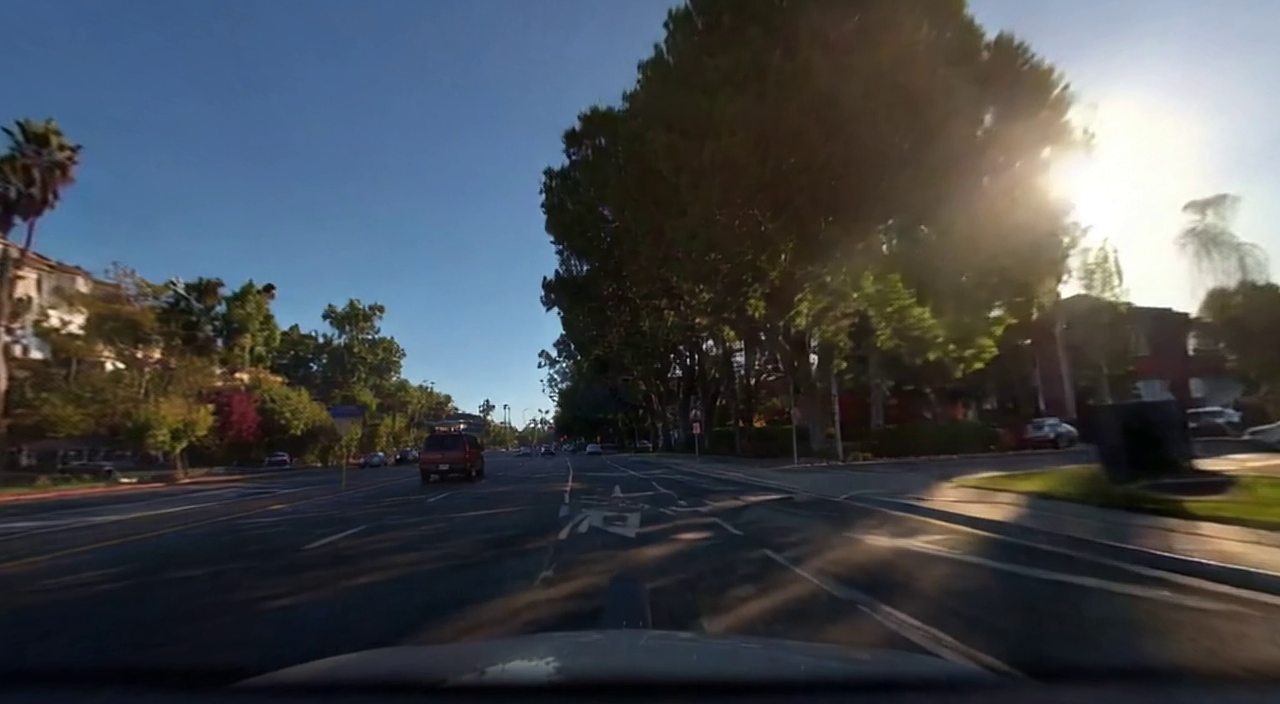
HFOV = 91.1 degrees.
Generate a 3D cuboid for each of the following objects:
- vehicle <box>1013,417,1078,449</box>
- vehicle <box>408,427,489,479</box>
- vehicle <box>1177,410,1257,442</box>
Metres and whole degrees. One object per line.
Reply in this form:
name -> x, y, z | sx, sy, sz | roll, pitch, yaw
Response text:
vehicle -> 24.341, 4.908, 37.597 | 4.646, 1.768, 1.990 | 8, -12, -41
vehicle -> -8.718, 4.673, 29.245 | 2.507, 2.161, 6.049 | 1, -9, -7
vehicle -> 35.550, 4.623, 38.584 | 6.133, 1.800, 2.631 | 7, -11, -39
